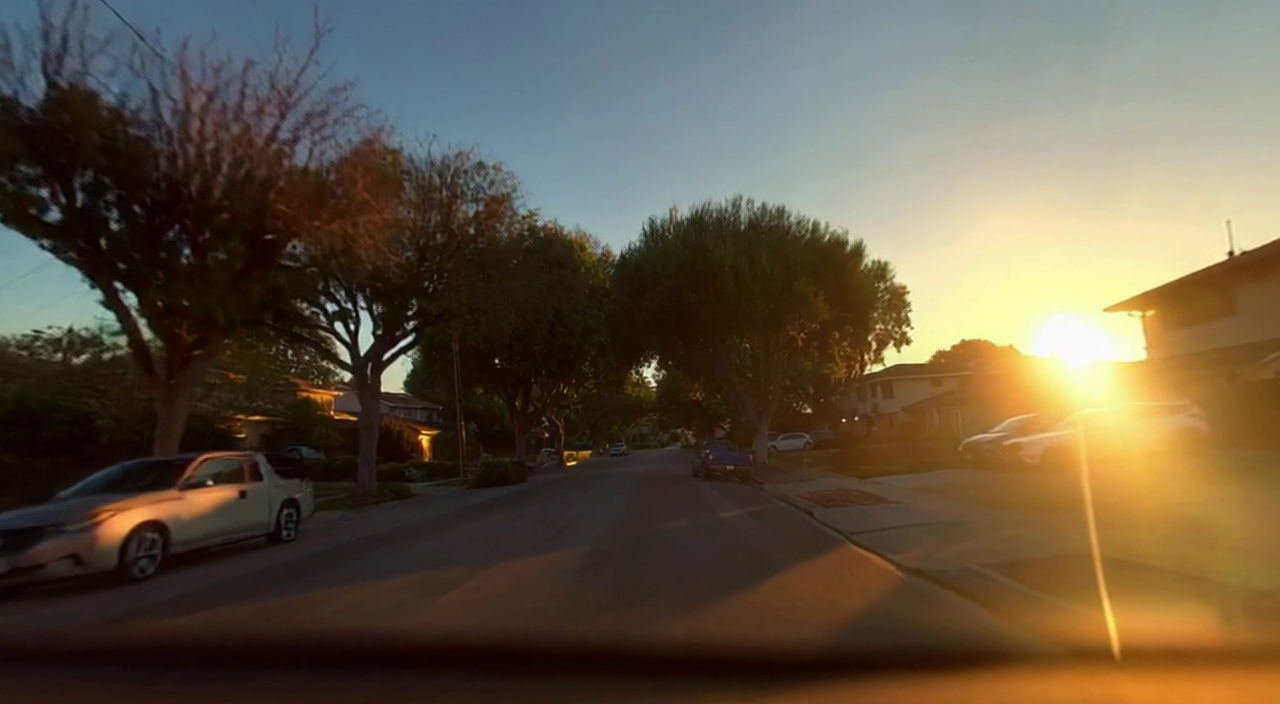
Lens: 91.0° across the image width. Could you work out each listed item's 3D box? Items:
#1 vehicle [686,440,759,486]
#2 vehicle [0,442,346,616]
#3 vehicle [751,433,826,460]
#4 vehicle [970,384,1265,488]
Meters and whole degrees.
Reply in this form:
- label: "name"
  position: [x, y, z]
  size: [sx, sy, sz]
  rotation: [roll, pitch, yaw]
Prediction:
- label: "vehicle"
  position: [2.832, 3.915, 22.533]
  size: [2.006, 1.494, 4.211]
  rotation: [0, -8, 0]
- label: "vehicle"
  position: [-6.013, 2.016, 8.292]
  size: [1.995, 1.608, 4.596]
  rotation: [0, -8, 1]
- label: "vehicle"
  position: [10.416, 6.659, 44.304]
  size: [4.710, 1.512, 1.894]
  rotation: [-5, -9, 1]
- label: "vehicle"
  position: [11.115, 2.018, 15.018]
  size: [5.097, 1.824, 2.113]
  rotation: [-5, -9, 1]
